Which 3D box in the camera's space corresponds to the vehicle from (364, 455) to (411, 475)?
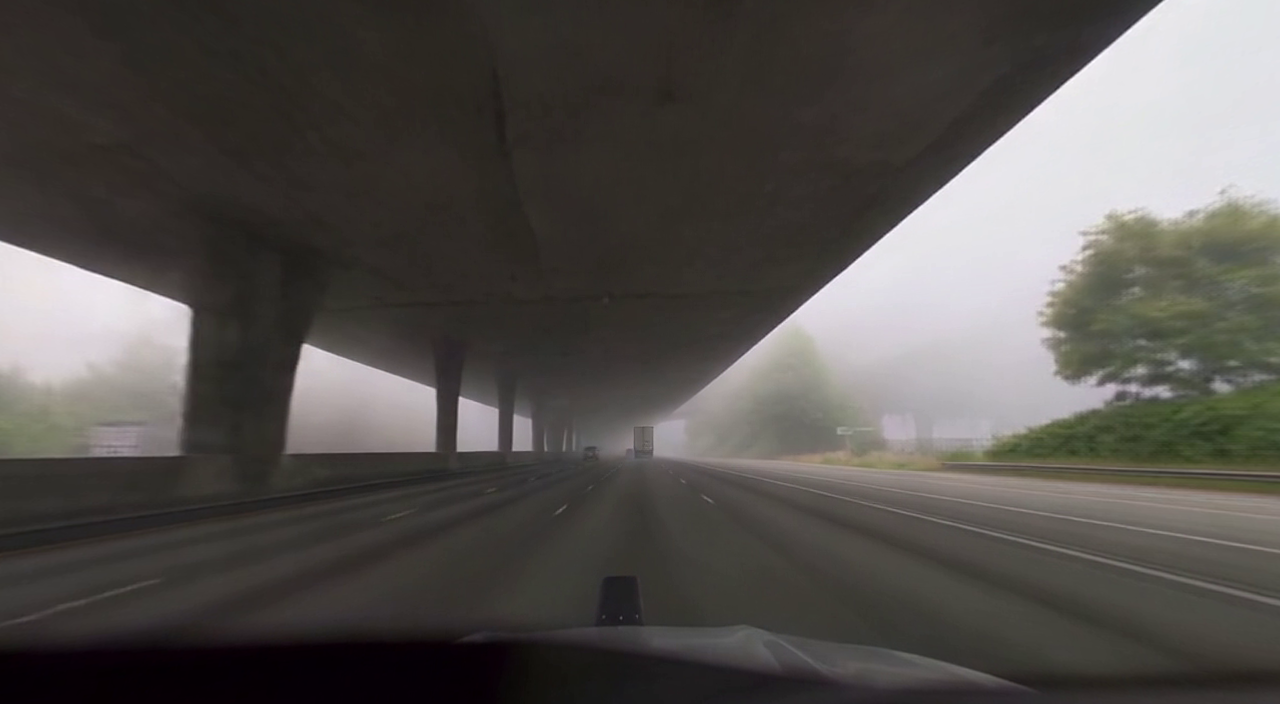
[{"bbox_3d":[-19.245,8.622,48.271,1.995,1.461,3.744,0,-9,0],"label":"vehicle"}]
